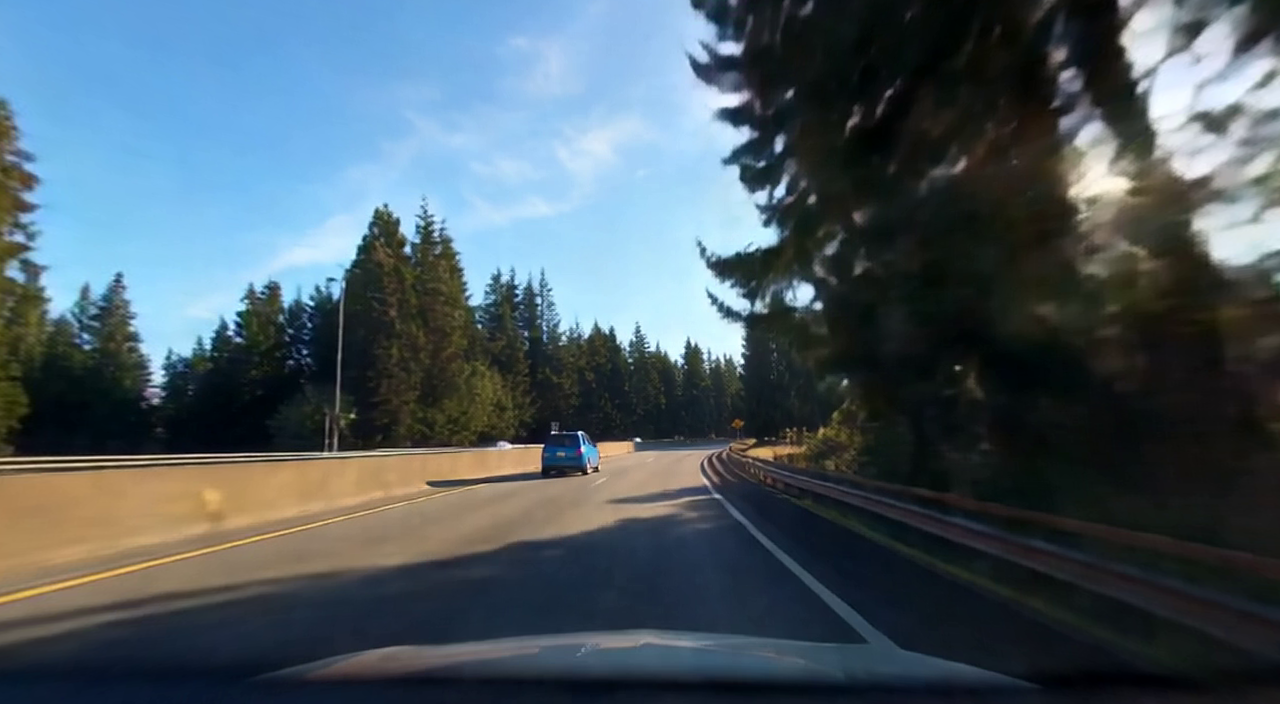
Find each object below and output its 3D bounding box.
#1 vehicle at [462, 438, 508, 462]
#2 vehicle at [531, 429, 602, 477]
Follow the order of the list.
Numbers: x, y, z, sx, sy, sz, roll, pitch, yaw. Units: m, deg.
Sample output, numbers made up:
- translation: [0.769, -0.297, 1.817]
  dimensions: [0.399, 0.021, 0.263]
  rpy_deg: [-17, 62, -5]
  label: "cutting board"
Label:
- translation: [-10.723, 6.804, 43.914]
  dimensions: [1.916, 1.506, 4.401]
  rpy_deg: [-1, -8, 3]
  label: "vehicle"
- translation: [-2.850, 4.052, 25.478]
  dimensions: [2.005, 1.752, 4.479]
  rpy_deg: [-1, -8, 4]
  label: "vehicle"
